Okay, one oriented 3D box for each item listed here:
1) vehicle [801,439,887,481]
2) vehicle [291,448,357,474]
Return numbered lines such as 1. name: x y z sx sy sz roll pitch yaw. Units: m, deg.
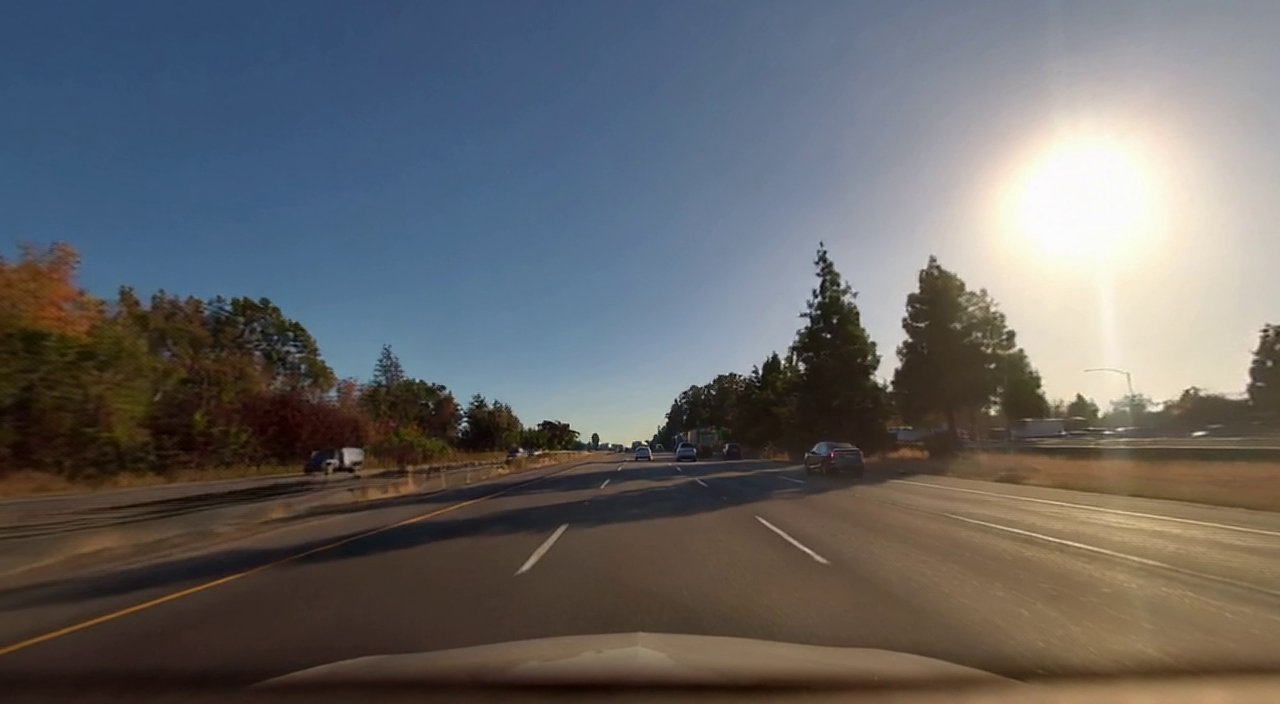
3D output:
1. vehicle: 8.184 4.364 25.698 1.989 1.526 4.443 0 -9 0
2. vehicle: -24.600 8.484 49.296 2.143 1.828 5.680 0 -9 1
